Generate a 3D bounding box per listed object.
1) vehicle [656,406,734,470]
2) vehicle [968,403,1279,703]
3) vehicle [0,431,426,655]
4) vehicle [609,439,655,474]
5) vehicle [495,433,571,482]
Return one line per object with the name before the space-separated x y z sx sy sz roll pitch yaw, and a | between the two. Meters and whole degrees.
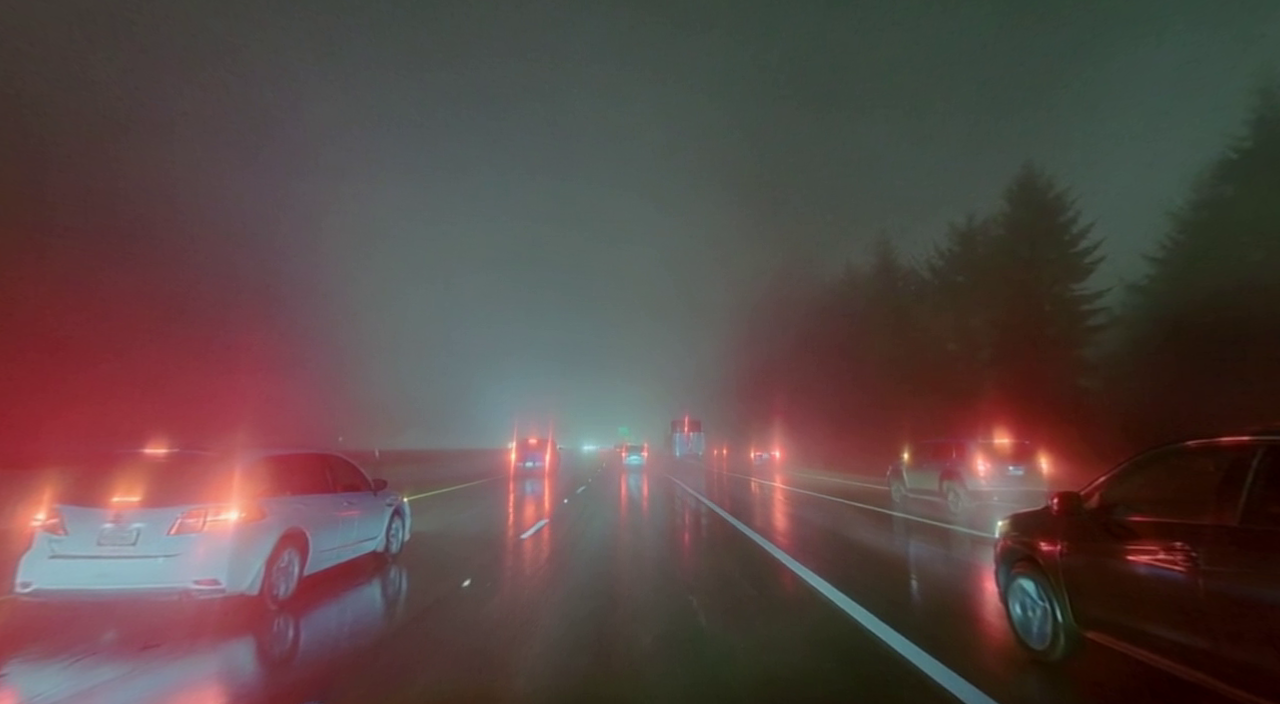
vehicle | 2.976 5.323 38.473 3.426 3.279 12.313 0 -8 -1
vehicle | 3.230 0.917 2.007 2.031 1.504 4.327 0 -9 0
vehicle | -3.923 1.566 6.302 1.947 1.424 4.264 0 -9 2
vehicle | -0.425 5.414 32.902 2.235 1.682 4.094 0 -9 -1
vehicle | -4.211 4.254 25.646 2.176 1.783 4.799 0 -9 1
